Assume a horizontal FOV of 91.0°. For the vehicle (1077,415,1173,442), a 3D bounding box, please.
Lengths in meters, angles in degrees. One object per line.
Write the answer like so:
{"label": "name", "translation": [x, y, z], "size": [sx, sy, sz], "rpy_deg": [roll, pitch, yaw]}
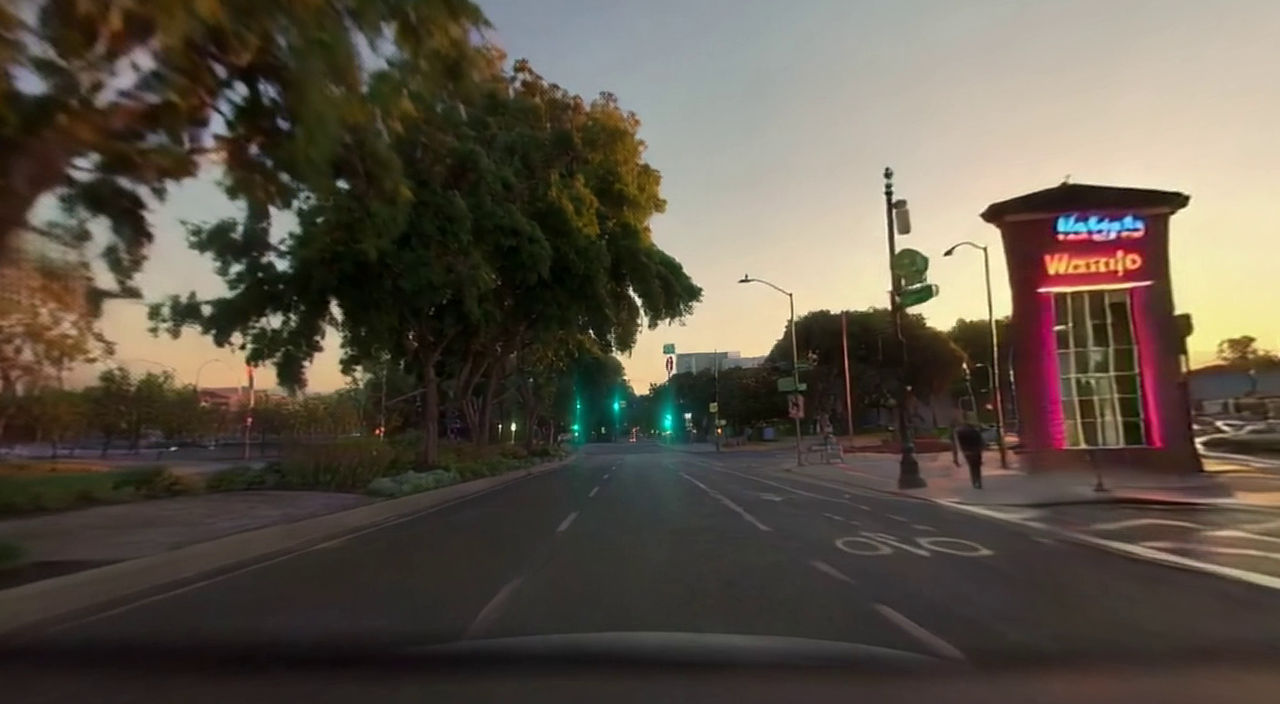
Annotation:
{"label": "vehicle", "translation": [32.354, 5.116, 42.099], "size": [4.763, 1.725, 2.082], "rpy_deg": [0, -9, -3]}
